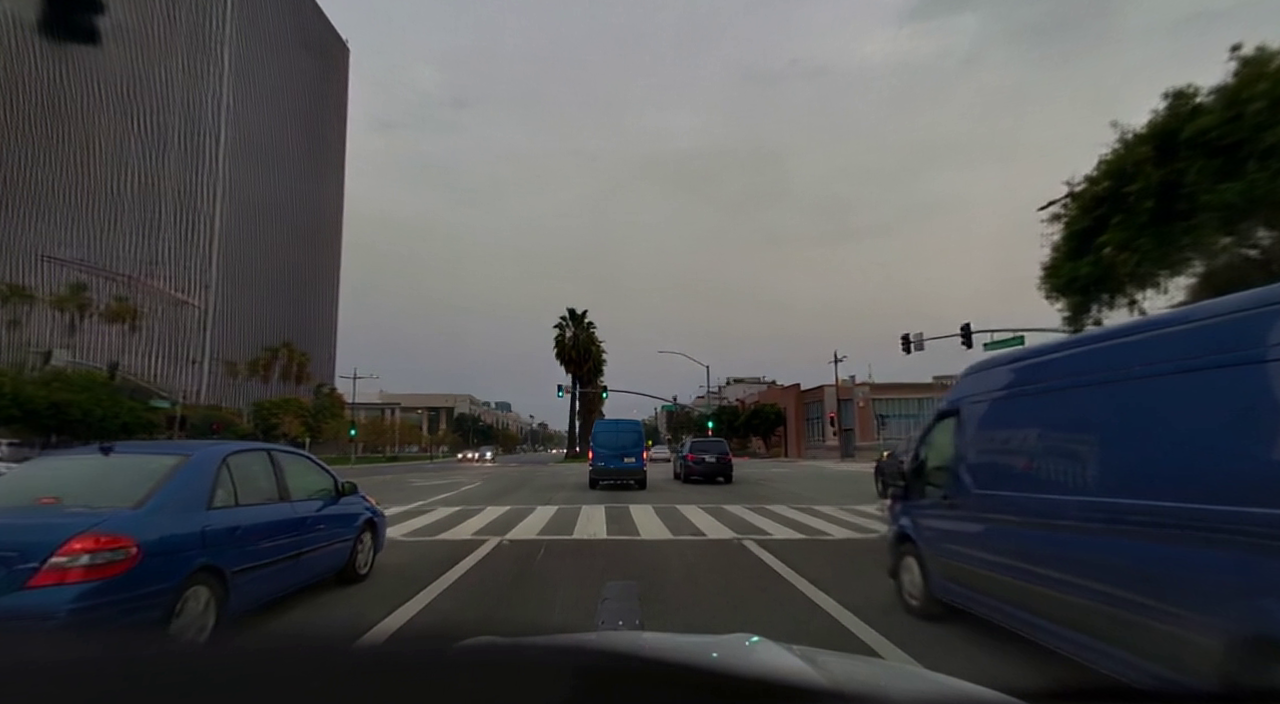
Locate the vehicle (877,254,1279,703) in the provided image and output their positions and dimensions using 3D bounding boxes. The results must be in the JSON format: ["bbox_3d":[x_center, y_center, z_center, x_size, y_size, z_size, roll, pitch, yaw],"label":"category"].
[{"bbox_3d":[2.932,0.733,2.369,2.200,1.847,4.618,0,-9,-1],"label":"vehicle"}]

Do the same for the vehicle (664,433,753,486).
[{"bbox_3d":[2.371,3.950,23.456,2.462,1.736,4.899,0,-9,-3],"label":"vehicle"}]

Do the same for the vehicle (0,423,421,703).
[{"bbox_3d":[-3.642,1.408,5.330,1.997,1.430,4.655,0,-9,-1],"label":"vehicle"}]

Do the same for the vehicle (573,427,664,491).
[{"bbox_3d":[-0.801,3.786,22.768,2.848,1.991,5.706,0,-9,-2],"label":"vehicle"}]
